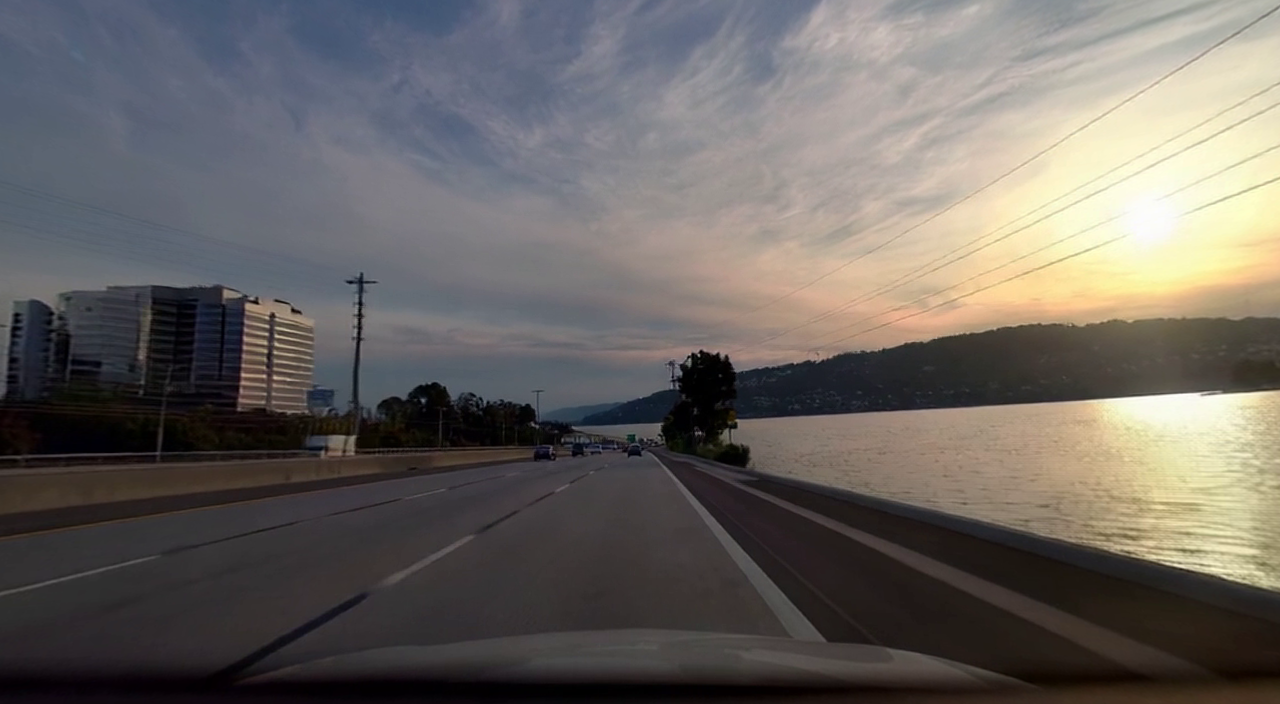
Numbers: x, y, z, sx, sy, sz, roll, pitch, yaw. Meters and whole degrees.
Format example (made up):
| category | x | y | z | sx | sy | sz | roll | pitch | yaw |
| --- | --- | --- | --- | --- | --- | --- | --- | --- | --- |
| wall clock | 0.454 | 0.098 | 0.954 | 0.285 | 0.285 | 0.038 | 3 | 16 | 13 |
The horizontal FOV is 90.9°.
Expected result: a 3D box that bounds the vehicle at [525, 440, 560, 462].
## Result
| category | x | y | z | sx | sy | sz | roll | pitch | yaw |
| --- | --- | --- | --- | --- | --- | --- | --- | --- | --- |
| vehicle | -7.367 | 7.528 | 47.975 | 1.946 | 1.590 | 4.042 | 0 | -8 | 1 |
